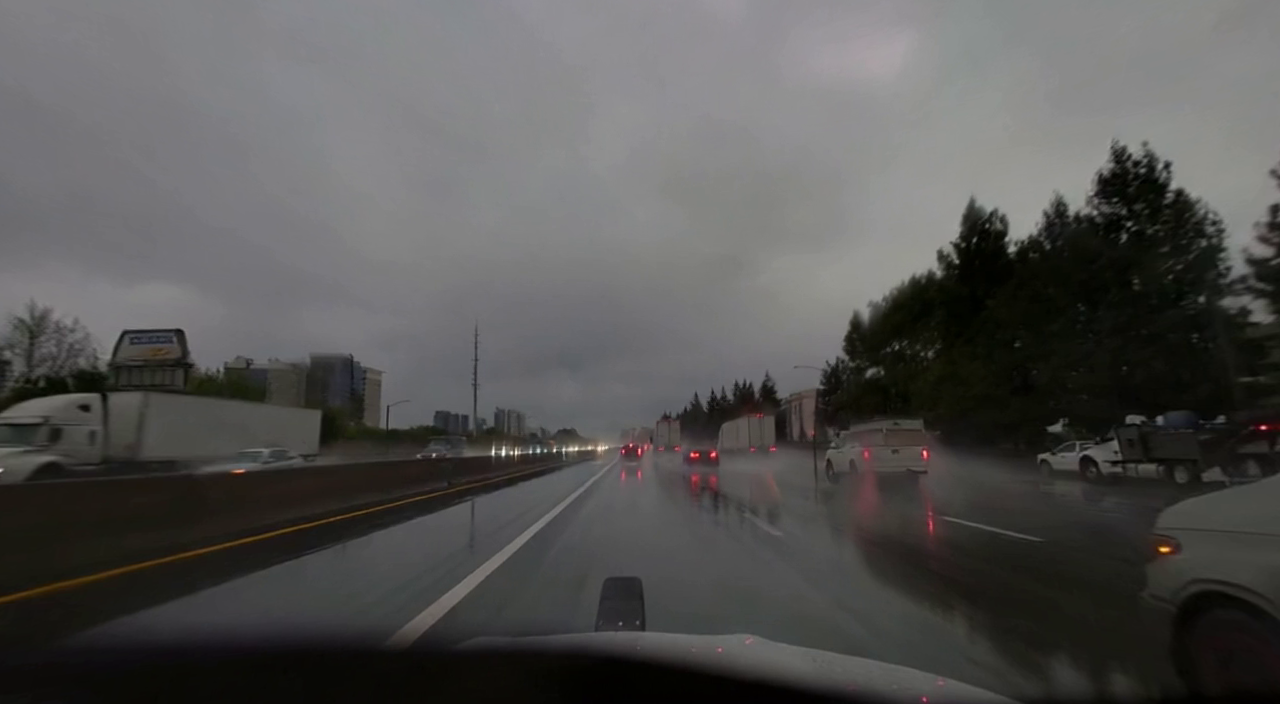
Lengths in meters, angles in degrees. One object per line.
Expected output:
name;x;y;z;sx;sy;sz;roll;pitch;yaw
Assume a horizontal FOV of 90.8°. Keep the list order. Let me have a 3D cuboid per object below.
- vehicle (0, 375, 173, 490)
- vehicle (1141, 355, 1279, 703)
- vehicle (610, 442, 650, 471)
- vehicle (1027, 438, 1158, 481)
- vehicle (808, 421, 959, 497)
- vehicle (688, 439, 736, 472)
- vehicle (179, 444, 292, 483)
vehicle;-23.485;3.343;25.482;3.021;3.900;8.045;0;-9;0
vehicle;3.562;0.605;0.910;2.030;1.658;4.377;0;-9;0
vehicle;-0.529;6.010;36.563;2.163;1.551;4.180;0;-9;0
vehicle;21.706;5.202;30.762;2.150;1.866;5.885;0;-9;2
vehicle;7.277;3.305;19.816;2.369;2.007;5.700;0;-9;-1
vehicle;3.939;5.768;35.355;2.154;1.658;4.347;0;-9;-1
vehicle;-16.447;4.535;25.975;2.036;1.486;3.876;0;-9;0
